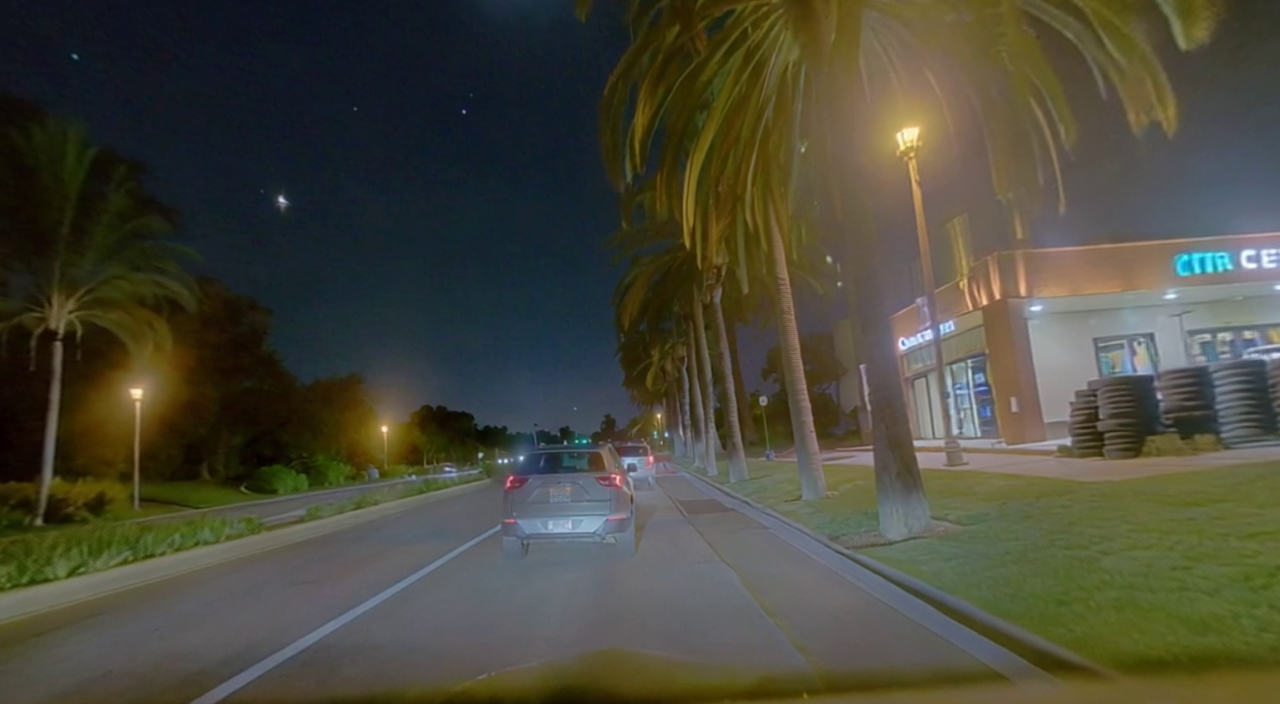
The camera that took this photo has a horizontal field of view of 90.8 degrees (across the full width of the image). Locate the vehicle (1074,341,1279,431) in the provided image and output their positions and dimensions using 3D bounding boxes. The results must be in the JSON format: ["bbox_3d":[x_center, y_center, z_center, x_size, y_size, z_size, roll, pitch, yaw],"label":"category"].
[{"bbox_3d":[13.347,0.988,15.543,1.854,1.693,4.798,-1,-9,0],"label":"vehicle"}]

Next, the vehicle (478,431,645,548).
[{"bbox_3d":[-1.065,2.090,10.316,2.169,1.495,4.048,0,-8,-1],"label":"vehicle"}]
